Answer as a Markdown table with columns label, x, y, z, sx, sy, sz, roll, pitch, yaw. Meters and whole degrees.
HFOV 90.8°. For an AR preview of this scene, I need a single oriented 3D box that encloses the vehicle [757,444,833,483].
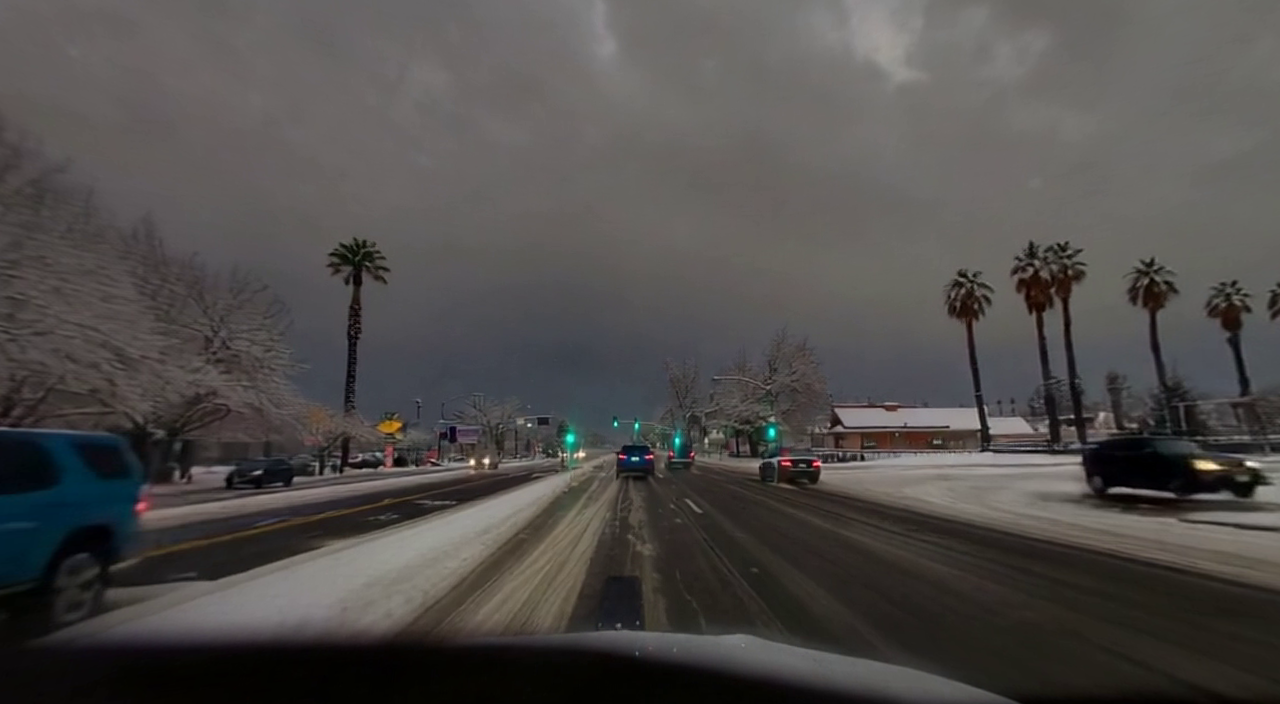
| label | x | y | z | sx | sy | sz | roll | pitch | yaw |
| --- | --- | --- | --- | --- | --- | --- | --- | --- | --- |
| vehicle | 6.265 | 4.571 | 26.127 | 1.944 | 1.447 | 4.309 | 0 | -9 | -1 |

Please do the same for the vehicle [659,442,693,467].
| label | x | y | z | sx | sy | sz | roll | pitch | yaw |
| --- | --- | --- | --- | --- | --- | --- | --- | --- | --- |
| vehicle | 2.540 | 7.482 | 46.079 | 2.112 | 1.710 | 4.234 | 0 | -9 | -1 |

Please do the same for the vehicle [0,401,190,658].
| label | x | y | z | sx | sy | sz | roll | pitch | yaw |
| --- | --- | --- | --- | --- | --- | --- | --- | --- | --- |
| vehicle | -5.315 | 1.132 | 3.792 | 2.016 | 1.711 | 4.387 | 0 | -9 | -1 |

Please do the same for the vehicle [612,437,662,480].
| label | x | y | z | sx | sy | sz | roll | pitch | yaw |
| --- | --- | --- | --- | --- | --- | --- | --- | --- | --- |
| vehicle | -0.168 | 4.896 | 29.240 | 2.151 | 1.787 | 4.109 | 0 | -9 | -1 |
